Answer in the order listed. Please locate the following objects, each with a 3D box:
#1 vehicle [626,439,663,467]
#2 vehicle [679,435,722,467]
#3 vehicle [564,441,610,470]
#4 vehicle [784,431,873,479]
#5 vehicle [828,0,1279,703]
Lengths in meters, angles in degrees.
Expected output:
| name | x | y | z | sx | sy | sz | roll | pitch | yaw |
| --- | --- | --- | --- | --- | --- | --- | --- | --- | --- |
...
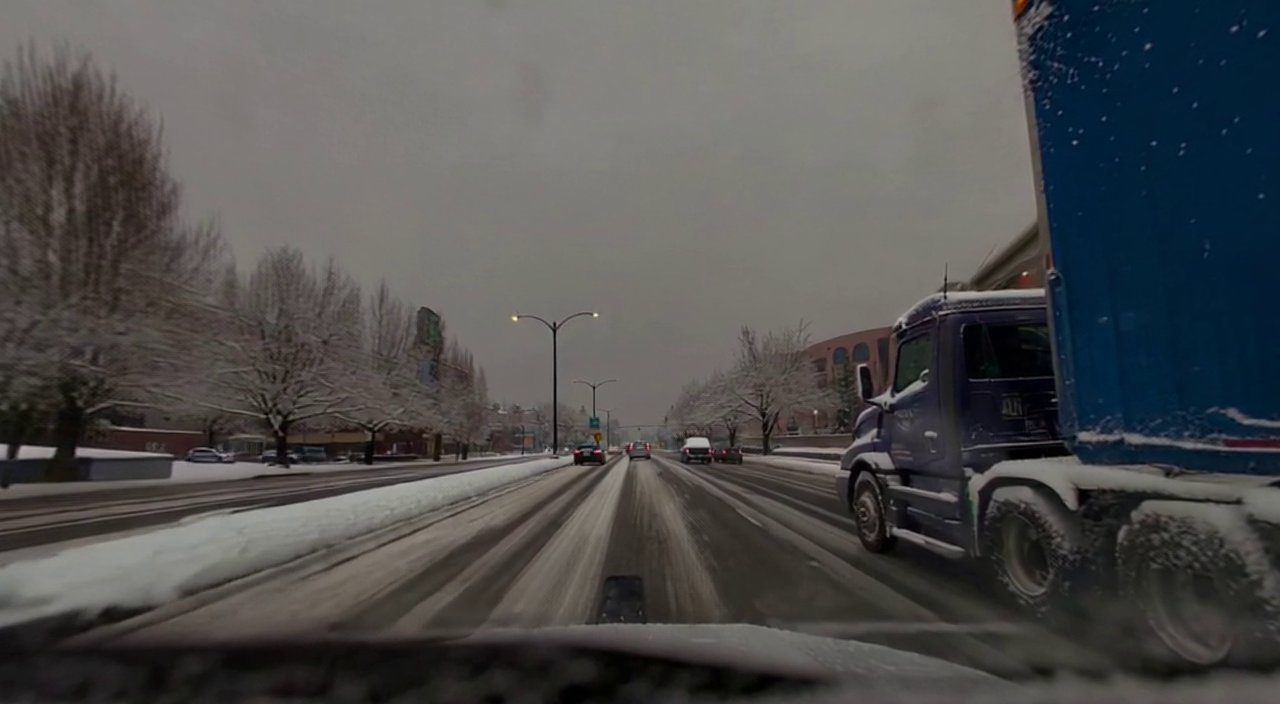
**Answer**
| name | x | y | z | sx | sy | sz | roll | pitch | yaw |
| --- | --- | --- | --- | --- | --- | --- | --- | --- | --- |
| vehicle | 0.273 | 6.533 | 40.965 | 2.276 | 1.704 | 3.925 | 0 | -8 | 0 |
| vehicle | 3.732 | 6.209 | 39.605 | 2.196 | 1.908 | 4.412 | 0 | -8 | -1 |
| vehicle | -2.979 | 5.969 | 36.529 | 2.211 | 1.537 | 4.666 | 0 | -8 | 1 |
| vehicle | 7.803 | 4.322 | 26.697 | 2.174 | 1.793 | 5.061 | 0 | -8 | -1 |
| vehicle | 3.749 | -0.162 | 3.301 | 3.006 | 3.679 | 8.506 | 0 | -8 | 1 |
